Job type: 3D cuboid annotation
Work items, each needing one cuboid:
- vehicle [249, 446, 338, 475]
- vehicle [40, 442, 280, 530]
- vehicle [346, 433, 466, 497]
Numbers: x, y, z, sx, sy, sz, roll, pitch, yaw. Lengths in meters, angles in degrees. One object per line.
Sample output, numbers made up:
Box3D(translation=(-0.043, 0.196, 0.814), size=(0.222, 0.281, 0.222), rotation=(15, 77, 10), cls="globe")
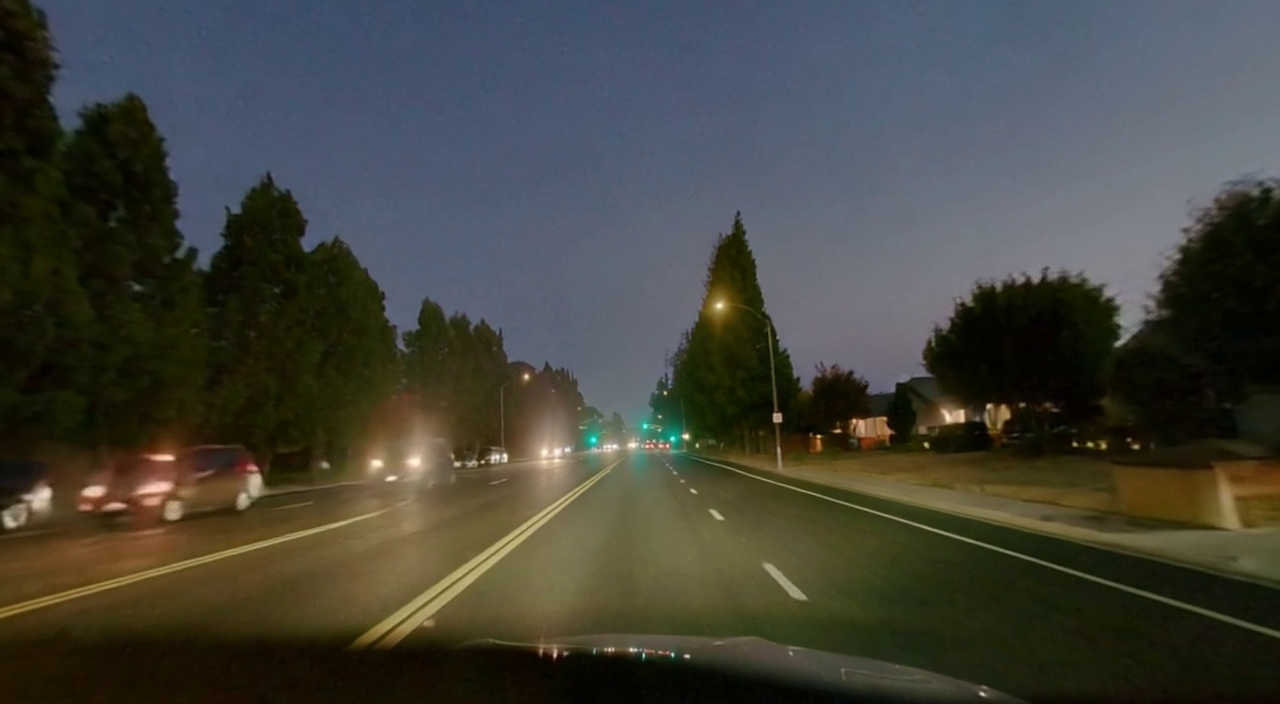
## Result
Box3D(translation=(-22.388, 7.021, 40.838), size=(4.530, 1.769, 2.003), rotation=(0, -9, 1), cls="vehicle")
Box3D(translation=(-10.486, 2.900, 14.323), size=(2.006, 1.672, 4.314), rotation=(0, -9, 0), cls="vehicle")
Box3D(translation=(-7.024, 3.423, 19.488), size=(2.000, 1.738, 4.251), rotation=(0, -9, 1), cls="vehicle")
